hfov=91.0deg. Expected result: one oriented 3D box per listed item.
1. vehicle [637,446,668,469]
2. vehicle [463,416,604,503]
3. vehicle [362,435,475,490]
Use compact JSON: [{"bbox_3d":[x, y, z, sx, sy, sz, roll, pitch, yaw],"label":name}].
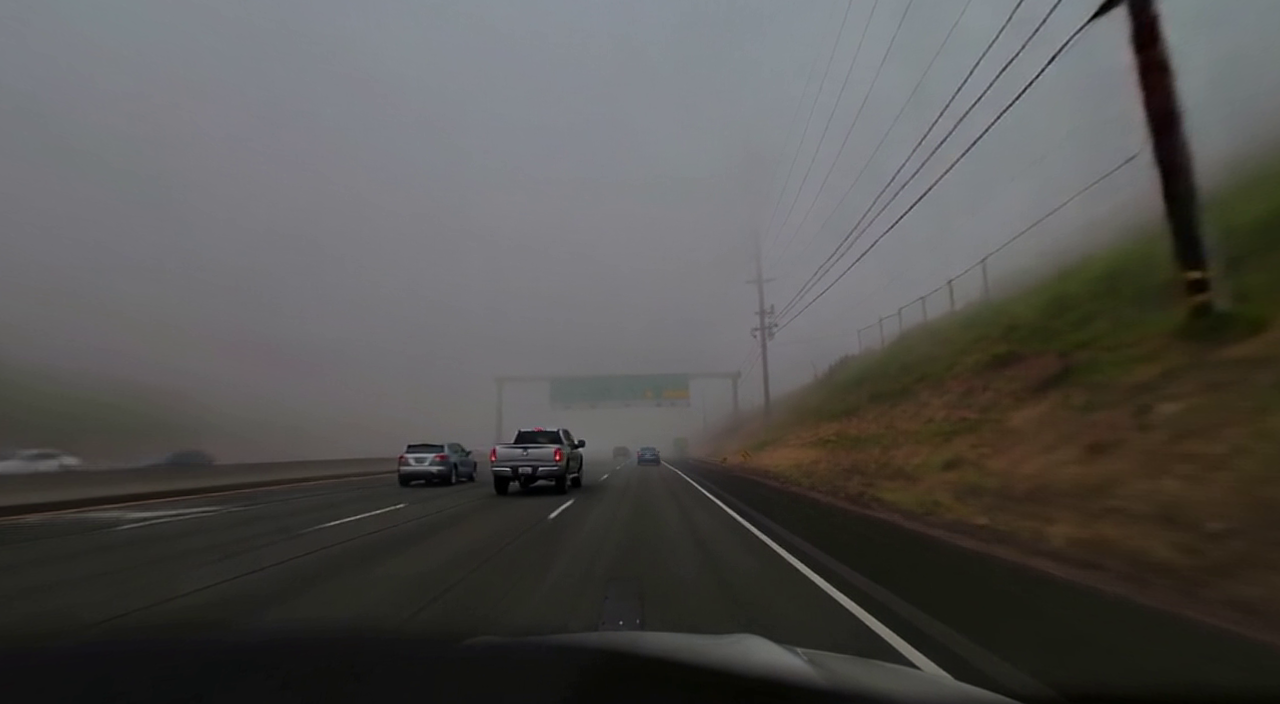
[{"bbox_3d":[0.802,7.267,43.456,2.025,1.485,4.310,0,-9,-1],"label":"vehicle"},{"bbox_3d":[-2.756,3.070,18.371,2.972,2.087,6.126,0,-9,1],"label":"vehicle"},{"bbox_3d":[-7.487,3.781,21.952,2.143,1.688,4.776,0,-9,1],"label":"vehicle"}]
